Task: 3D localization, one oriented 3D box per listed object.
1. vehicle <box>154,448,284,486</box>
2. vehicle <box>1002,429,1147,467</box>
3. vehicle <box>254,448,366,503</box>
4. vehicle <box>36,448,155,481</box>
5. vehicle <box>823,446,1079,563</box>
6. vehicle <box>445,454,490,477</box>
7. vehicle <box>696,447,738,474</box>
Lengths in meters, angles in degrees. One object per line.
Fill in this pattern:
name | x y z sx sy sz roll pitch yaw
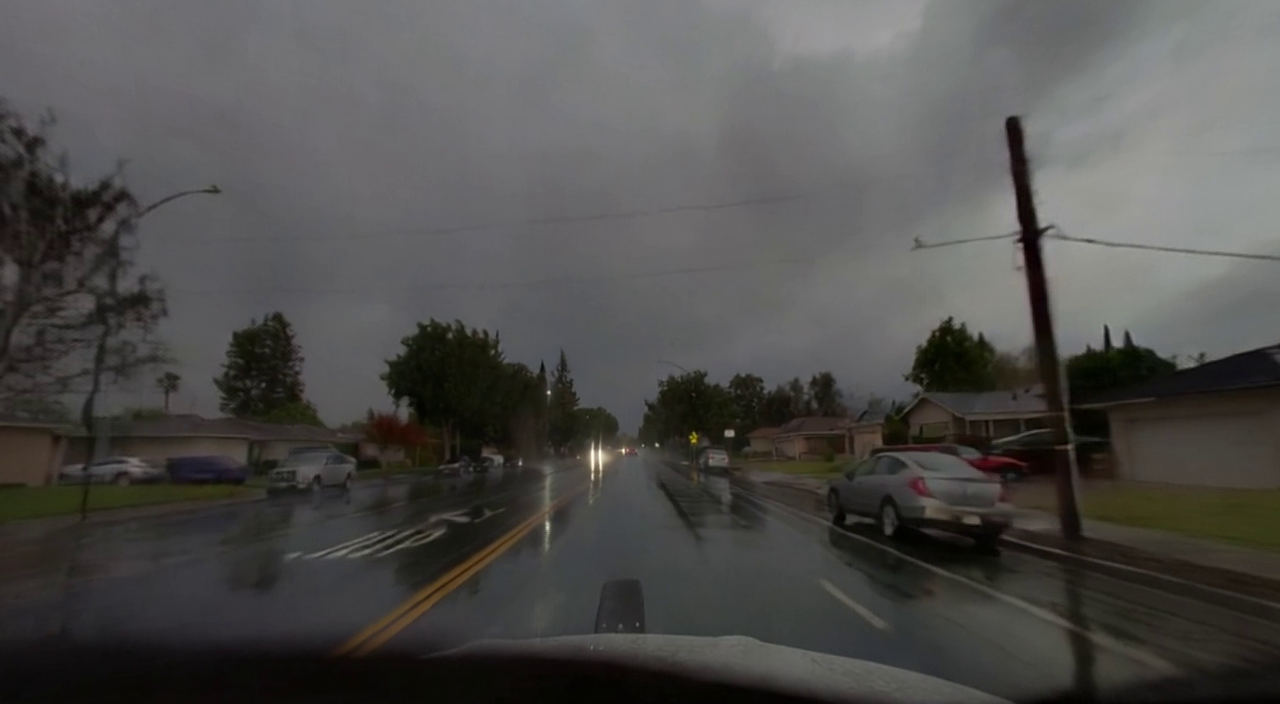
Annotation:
vehicle | -20.337 5.555 30.750 4.744 1.752 2.008 1 -9 -7
vehicle | 17.536 3.912 25.664 4.434 1.460 1.800 -1 -9 3
vehicle | -12.756 4.743 24.805 2.049 1.782 4.460 -4 -8 0
vehicle | -26.587 5.496 30.959 4.073 1.502 1.822 0 -9 -2
vehicle | 4.582 2.269 10.208 1.970 1.455 4.233 0 -9 0
vehicle | -12.445 8.181 45.888 1.940 1.452 4.485 -3 -9 1
vehicle | 4.583 6.551 38.383 1.925 1.482 4.746 0 -9 0
